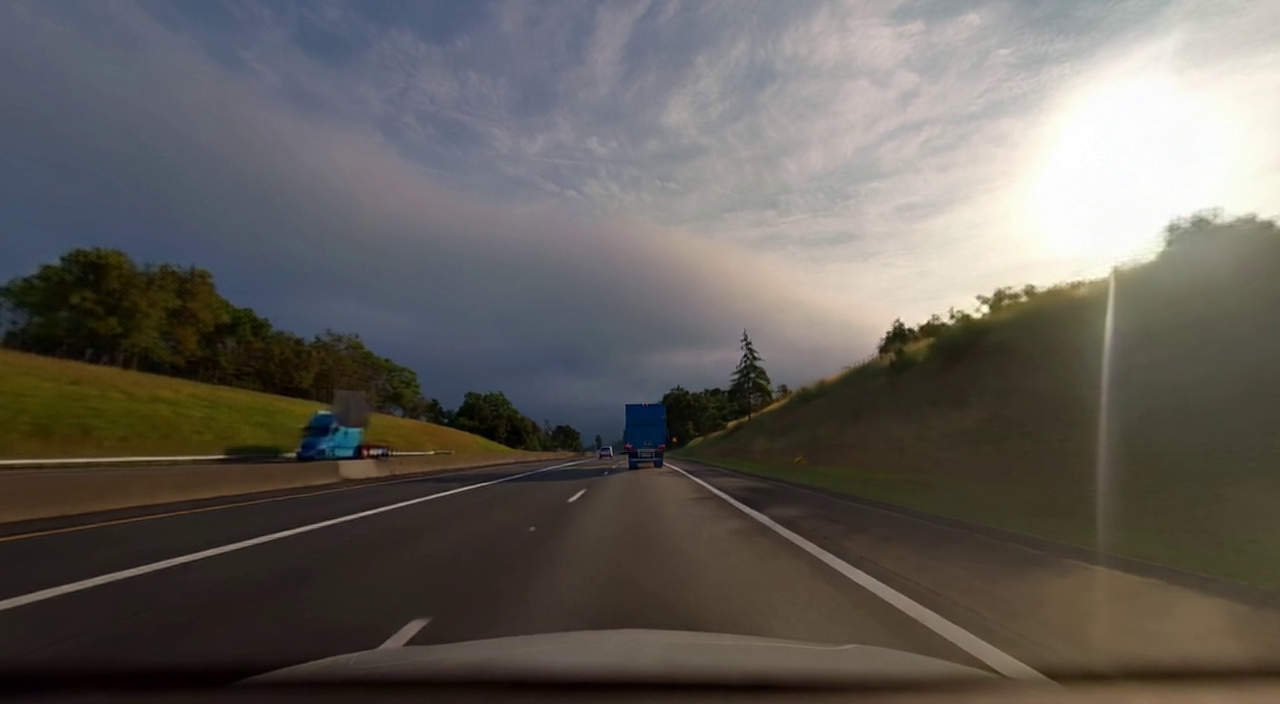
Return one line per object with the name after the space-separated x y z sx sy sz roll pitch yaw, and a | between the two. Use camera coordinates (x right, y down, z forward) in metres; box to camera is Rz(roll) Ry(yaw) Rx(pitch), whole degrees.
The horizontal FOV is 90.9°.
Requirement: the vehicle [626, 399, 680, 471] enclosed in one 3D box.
0.601 5.528 40.843 3.055 4.009 10.972 0 -9 -1 | vehicle

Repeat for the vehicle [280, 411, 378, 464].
-22.832 6.440 46.958 2.922 3.559 8.696 0 -9 -1 | vehicle
